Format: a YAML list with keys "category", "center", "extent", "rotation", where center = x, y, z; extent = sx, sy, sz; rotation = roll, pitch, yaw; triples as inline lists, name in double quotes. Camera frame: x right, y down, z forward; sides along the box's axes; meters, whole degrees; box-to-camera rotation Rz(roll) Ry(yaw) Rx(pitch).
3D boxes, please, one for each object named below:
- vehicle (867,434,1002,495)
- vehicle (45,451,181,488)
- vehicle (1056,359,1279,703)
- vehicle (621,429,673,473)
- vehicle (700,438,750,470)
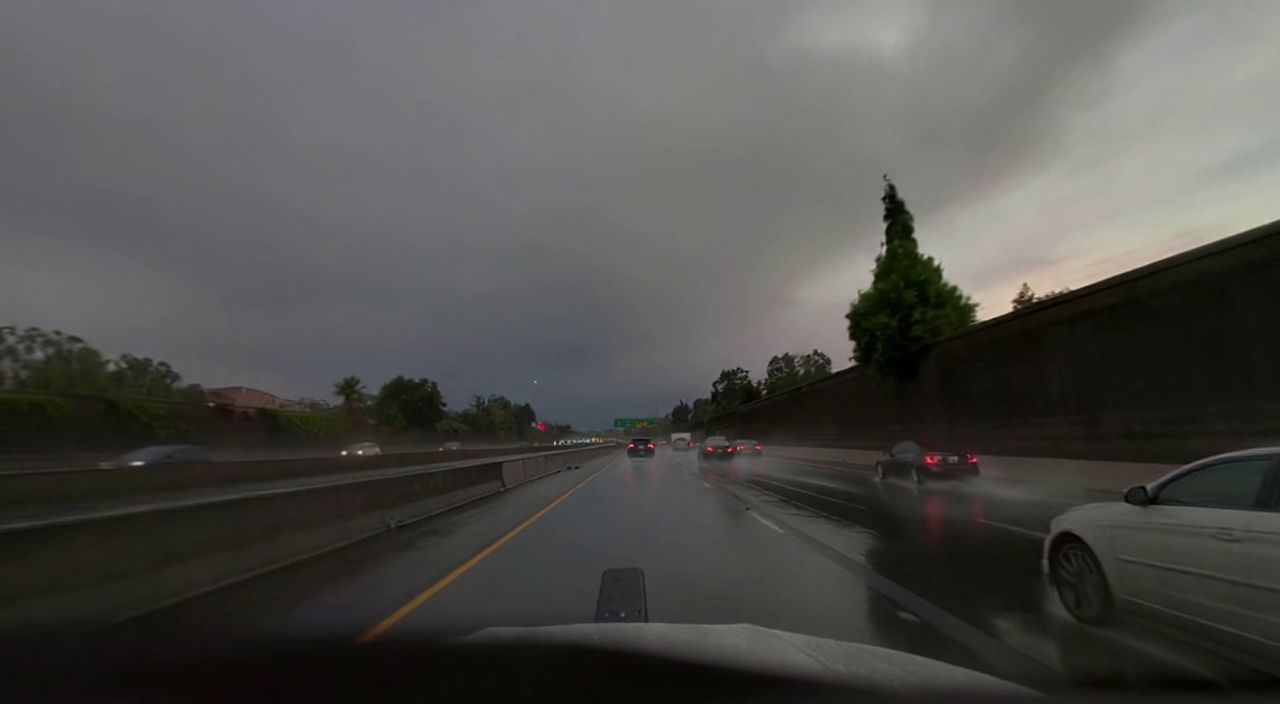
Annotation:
- category: "vehicle"
  center: [8.158, 3.123, 17.941]
  extent: [1.810, 1.516, 4.183]
  rotation: [0, -8, 0]
- category: "vehicle"
  center: [-24.102, 5.364, 29.129]
  extent: [2.150, 1.473, 4.817]
  rotation: [0, -8, 0]
- category: "vehicle"
  center: [3.788, 0.748, 1.967]
  extent: [2.003, 1.661, 4.418]
  rotation: [-1, -8, 1]
- category: "vehicle"
  center: [0.280, 4.484, 28.769]
  extent: [2.189, 1.852, 4.038]
  rotation: [0, -8, 0]
- category: "vehicle"
  center: [4.172, 5.080, 31.562]
  extent: [1.825, 1.487, 4.034]
  rotation: [0, -8, -1]
